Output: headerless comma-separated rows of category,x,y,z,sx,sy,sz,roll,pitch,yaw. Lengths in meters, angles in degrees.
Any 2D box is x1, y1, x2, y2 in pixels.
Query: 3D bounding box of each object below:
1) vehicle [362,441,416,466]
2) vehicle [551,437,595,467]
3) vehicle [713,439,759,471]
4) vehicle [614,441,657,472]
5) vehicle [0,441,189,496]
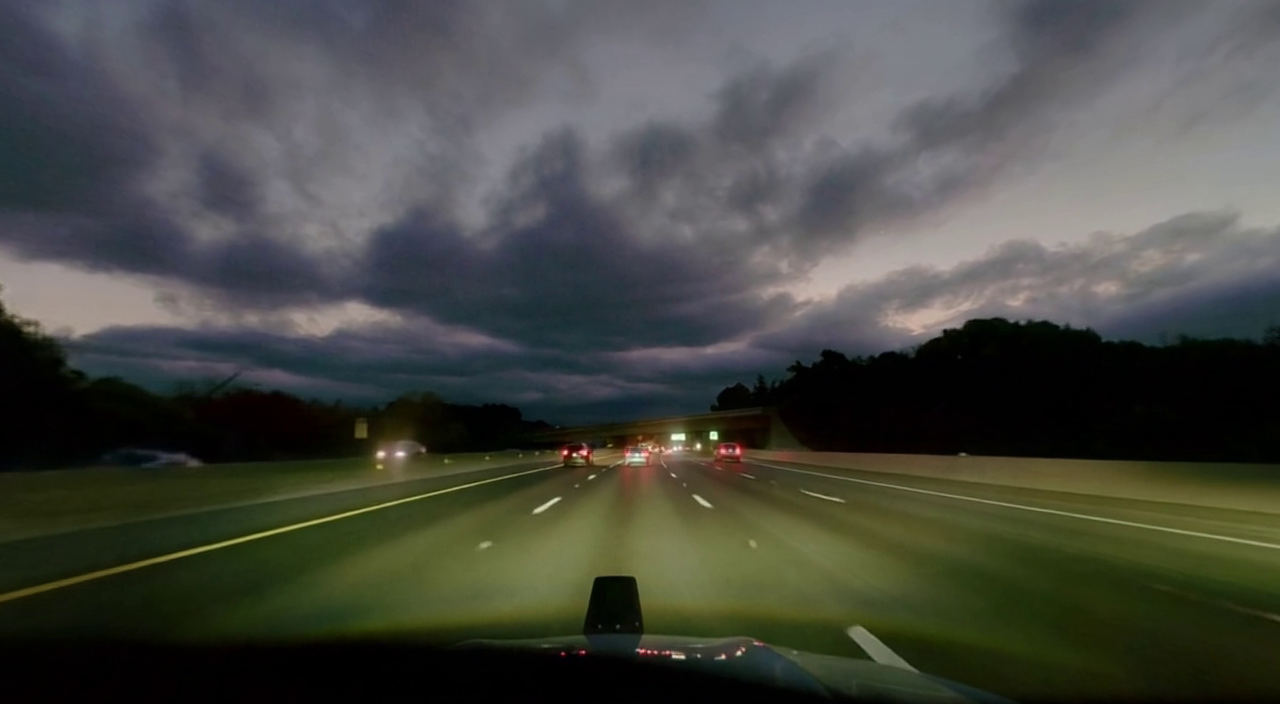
vehicle,-17.641,7.162,44.561,1.948,1.661,4.435,0,-8,1
vehicle,-4.027,6.145,38.917,2.113,1.756,4.471,0,-8,1
vehicle,5.192,5.623,34.586,1.936,1.625,3.991,0,-8,0
vehicle,-0.218,5.340,32.485,2.075,1.486,4.007,0,-8,0
vehicle,-16.721,3.524,19.591,1.903,1.481,4.822,0,-8,0
